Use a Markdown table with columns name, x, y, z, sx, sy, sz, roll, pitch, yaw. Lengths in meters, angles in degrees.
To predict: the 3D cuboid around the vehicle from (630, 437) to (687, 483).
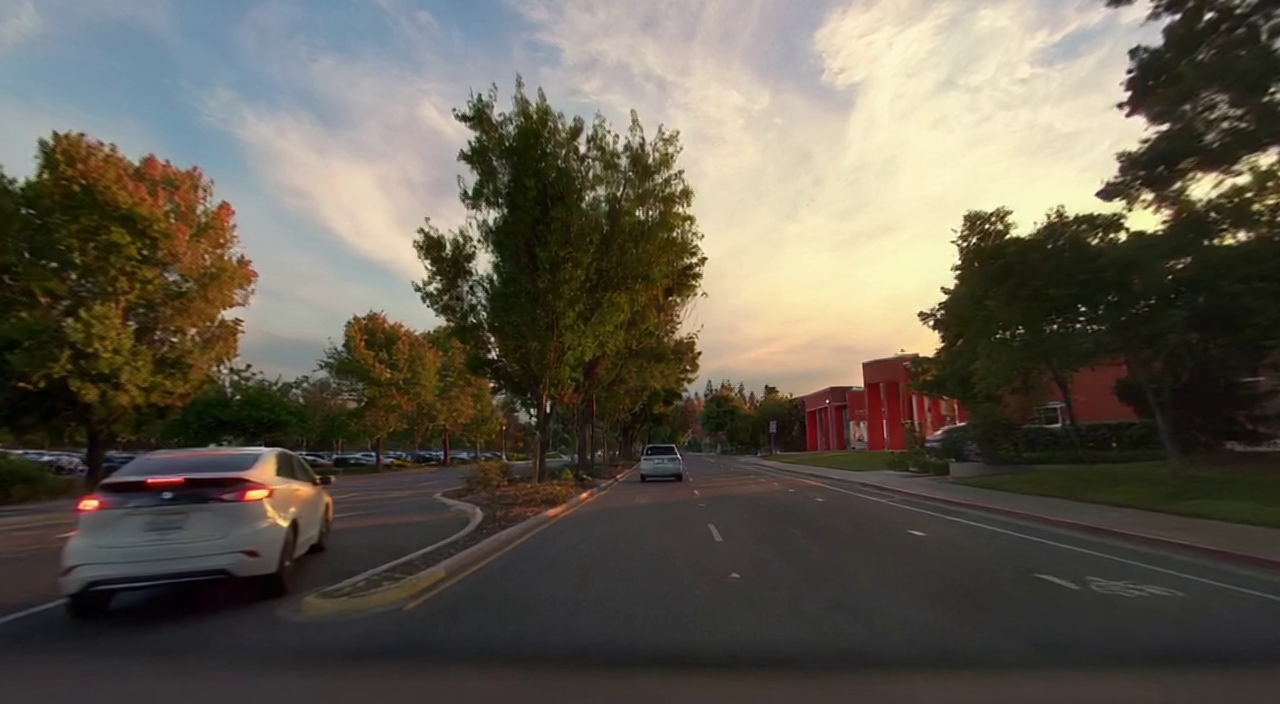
| name | x | y | z | sx | sy | sz | roll | pitch | yaw |
| --- | --- | --- | --- | --- | --- | --- | --- | --- | --- |
| vehicle | 0.777 | 4.385 | 25.857 | 2.123 | 1.703 | 4.292 | -1 | -8 | 3 |

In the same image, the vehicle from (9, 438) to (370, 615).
| name | x | y | z | sx | sy | sz | roll | pitch | yaw |
| --- | --- | --- | --- | --- | --- | --- | --- | --- | --- |
| vehicle | -4.984 | 1.883 | 8.018 | 1.966 | 1.511 | 4.698 | 2 | -9 | -13 |
